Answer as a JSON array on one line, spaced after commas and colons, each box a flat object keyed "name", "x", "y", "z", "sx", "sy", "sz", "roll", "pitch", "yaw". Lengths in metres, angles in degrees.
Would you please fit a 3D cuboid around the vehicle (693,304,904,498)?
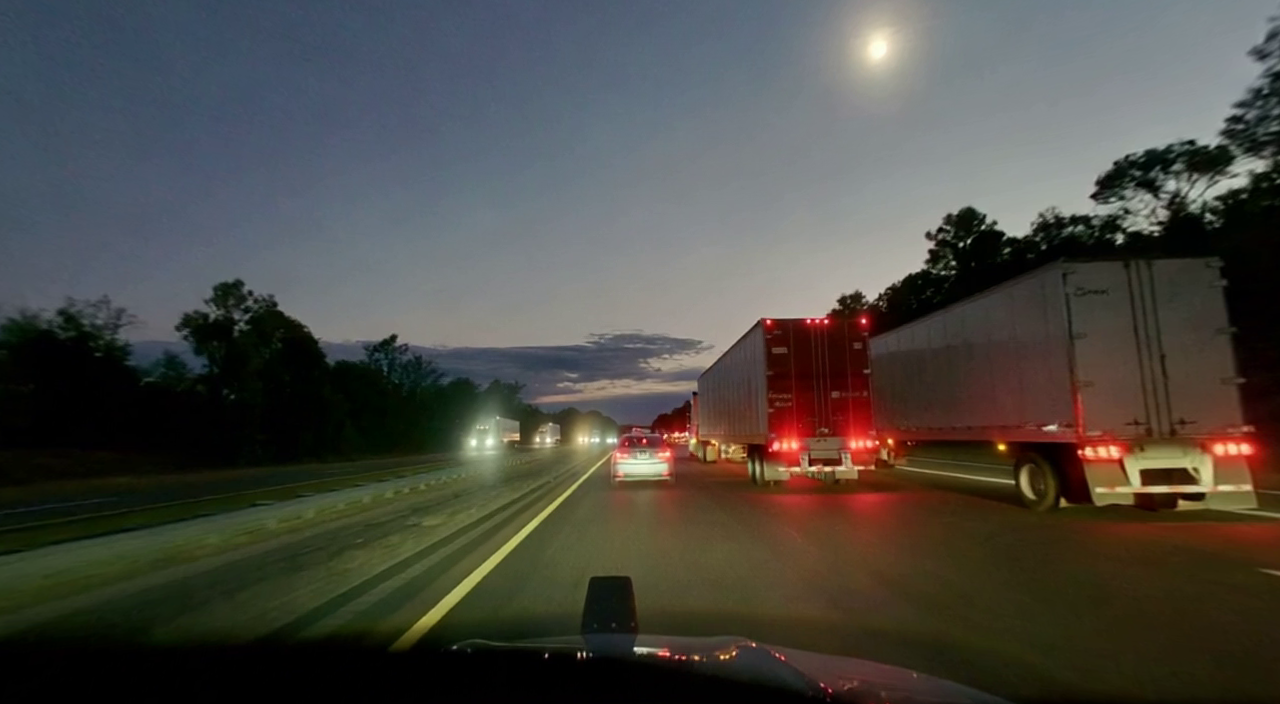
[{"name": "vehicle", "x": 3.910, "y": 1.926, "z": 20.338, "sx": 2.888, "sy": 4.099, "sz": 14.183, "roll": 0, "pitch": -8, "yaw": -1}]

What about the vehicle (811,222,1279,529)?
[{"name": "vehicle", "x": 8.040, "y": 1.192, "z": 15.918, "sx": 3.110, "sy": 4.308, "sz": 14.260, "roll": 0, "pitch": -8, "yaw": -1}]

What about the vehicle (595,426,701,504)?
[{"name": "vehicle", "x": 0.112, "y": 2.444, "z": 14.120, "sx": 2.038, "sy": 1.477, "sz": 3.773, "roll": 0, "pitch": -8, "yaw": -1}]
